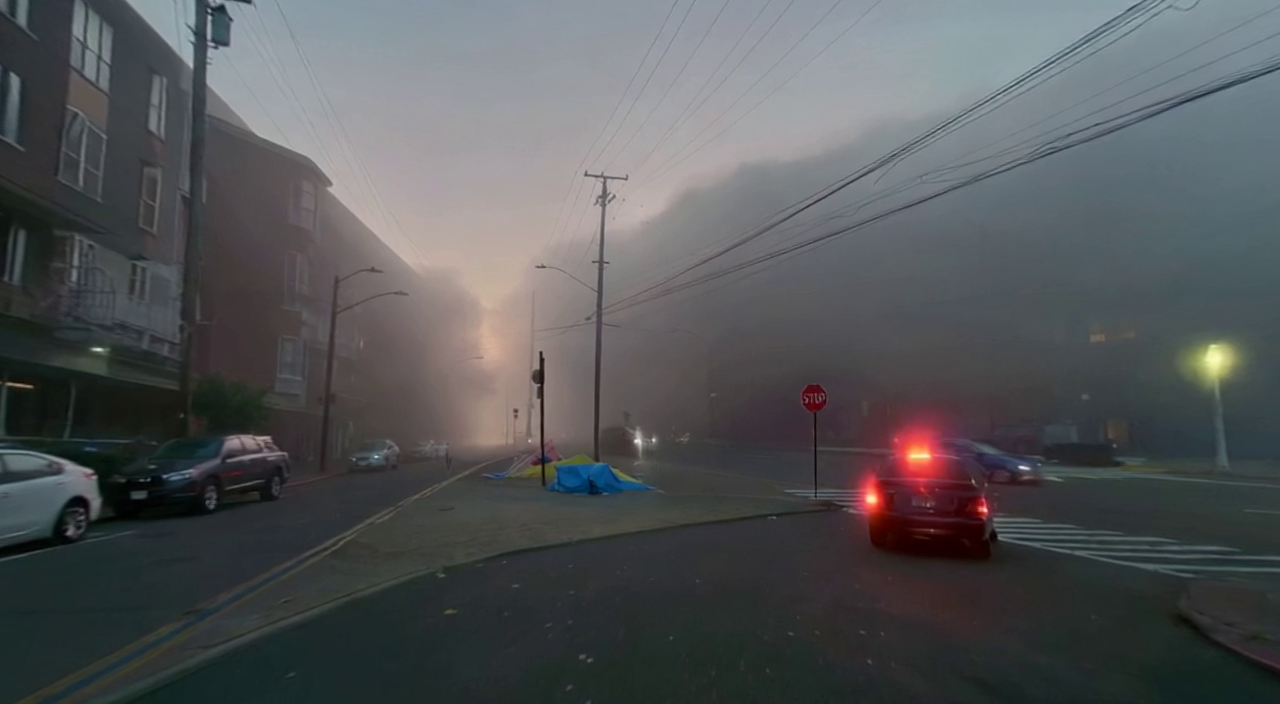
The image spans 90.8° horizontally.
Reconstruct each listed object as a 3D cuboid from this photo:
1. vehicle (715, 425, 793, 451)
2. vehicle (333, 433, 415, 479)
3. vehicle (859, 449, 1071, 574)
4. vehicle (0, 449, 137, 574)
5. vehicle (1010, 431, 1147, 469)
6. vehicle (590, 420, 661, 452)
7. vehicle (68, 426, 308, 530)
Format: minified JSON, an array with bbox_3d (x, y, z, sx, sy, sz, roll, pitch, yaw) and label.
[{"bbox_3d":[6.946,5.363,39.090,2.089,1.506,4.641,5,-10,-33],"label":"vehicle"},{"bbox_3d":[-11.656,4.573,28.118,2.054,1.800,5.212,1,-8,-8],"label":"vehicle"},{"bbox_3d":[5.709,2.530,10.883,1.945,1.647,4.160,-9,-12,44],"label":"vehicle"},{"bbox_3d":[-8.713,1.989,7.898,1.763,1.498,4.483,1,-9,-10],"label":"vehicle"},{"bbox_3d":[18.904,4.251,27.434,1.790,1.468,4.422,6,-11,-38],"label":"vehicle"},{"bbox_3d":[-1.060,5.598,41.850,2.152,1.970,5.506,5,-10,-32],"label":"vehicle"},{"bbox_3d":[-9.430,2.629,13.925,1.934,1.798,5.317,1,-8,-8],"label":"vehicle"}]
